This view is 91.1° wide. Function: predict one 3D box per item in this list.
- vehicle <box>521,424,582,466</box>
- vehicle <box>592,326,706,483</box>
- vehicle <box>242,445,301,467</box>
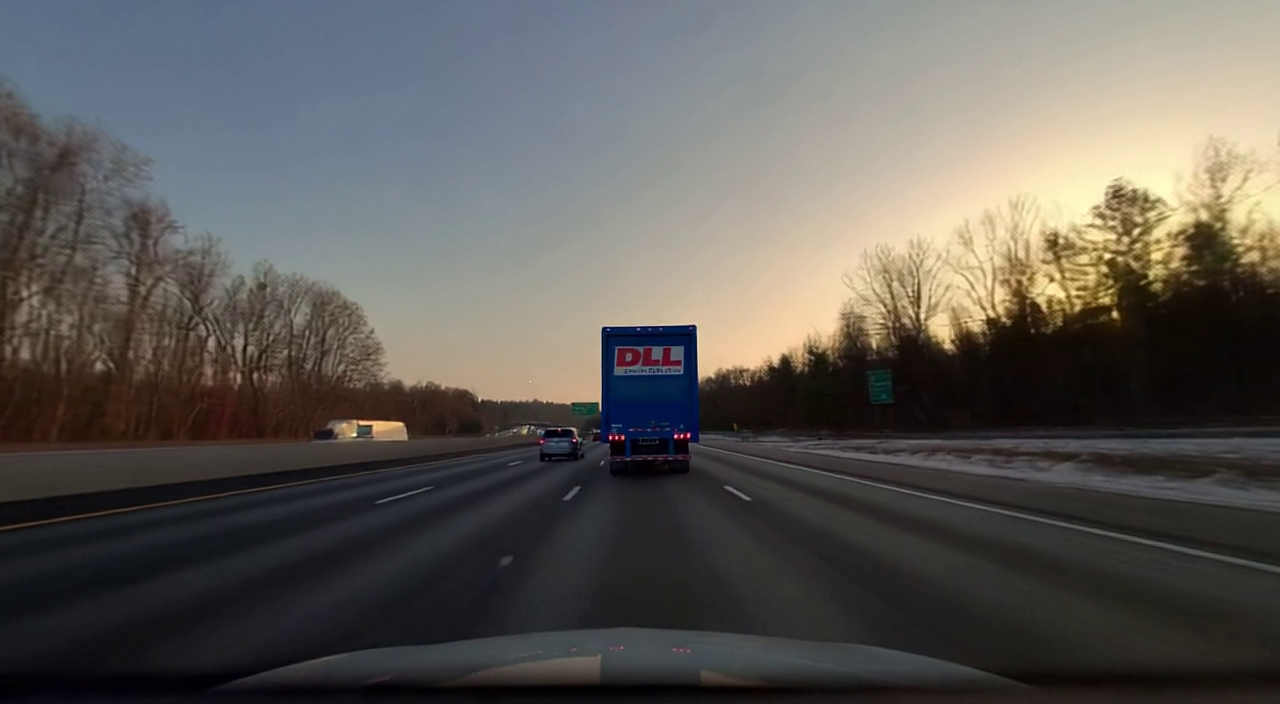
[{"bbox_3d":[-4.100,4.382,29.937,2.394,1.787,5.186,0,-8,-3],"label":"vehicle"},{"bbox_3d":[0.152,1.972,21.341,3.011,4.211,8.926,0,-8,-1],"label":"vehicle"},{"bbox_3d":[-26.655,7.504,45.602,1.788,1.507,4.100,0,-8,0],"label":"vehicle"}]
